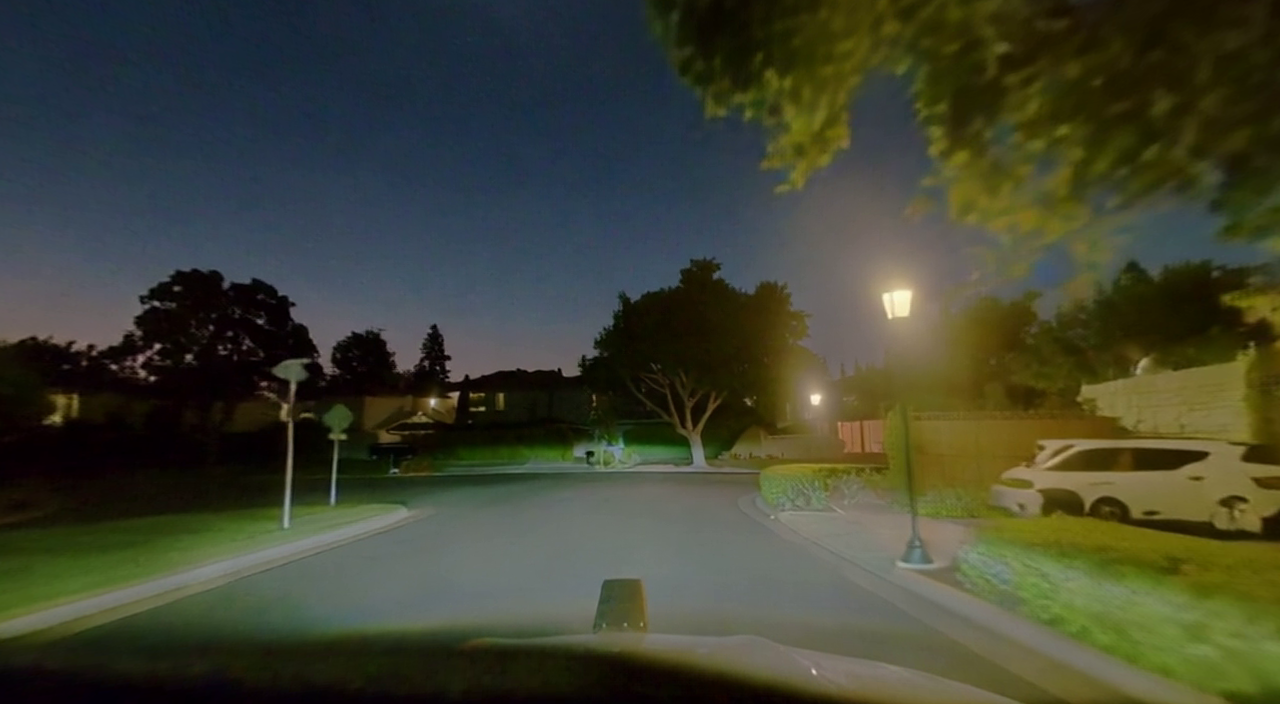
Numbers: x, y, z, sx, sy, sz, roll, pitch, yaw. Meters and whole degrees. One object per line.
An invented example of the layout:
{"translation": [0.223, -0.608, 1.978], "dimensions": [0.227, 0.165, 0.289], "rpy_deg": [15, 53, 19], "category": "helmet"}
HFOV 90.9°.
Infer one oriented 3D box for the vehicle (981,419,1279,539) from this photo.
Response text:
{"translation": [8.987, 2.137, 10.983], "dimensions": [4.801, 1.788, 2.073], "rpy_deg": [-3, -7, 6], "category": "vehicle"}
